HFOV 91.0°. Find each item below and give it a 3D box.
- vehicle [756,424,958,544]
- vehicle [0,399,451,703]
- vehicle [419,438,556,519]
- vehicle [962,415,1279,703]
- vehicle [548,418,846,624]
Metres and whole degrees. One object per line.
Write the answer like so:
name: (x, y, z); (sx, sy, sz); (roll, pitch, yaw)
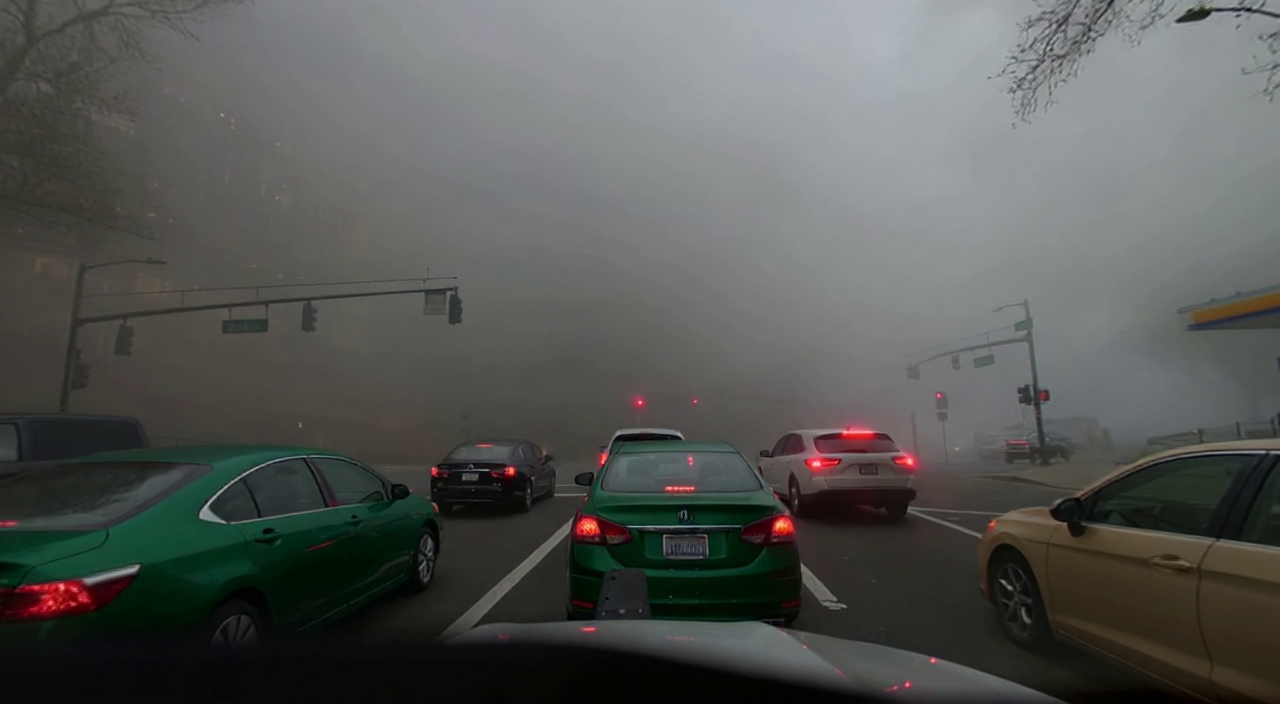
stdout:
vehicle: (3.377, 2.127, 10.792); (1.947, 1.630, 4.127); (0, -9, 0)
vehicle: (-3.008, 1.256, 4.608); (1.887, 1.493, 4.255); (0, -9, 0)
vehicle: (-3.079, 2.641, 13.694); (1.867, 1.474, 4.237); (0, -9, 0)
vehicle: (4.174, 1.142, 3.638); (1.950, 1.497, 4.686); (0, -9, -3)
vehicle: (0.373, 1.587, 6.931); (2.220, 1.507, 4.317); (0, -9, -1)
